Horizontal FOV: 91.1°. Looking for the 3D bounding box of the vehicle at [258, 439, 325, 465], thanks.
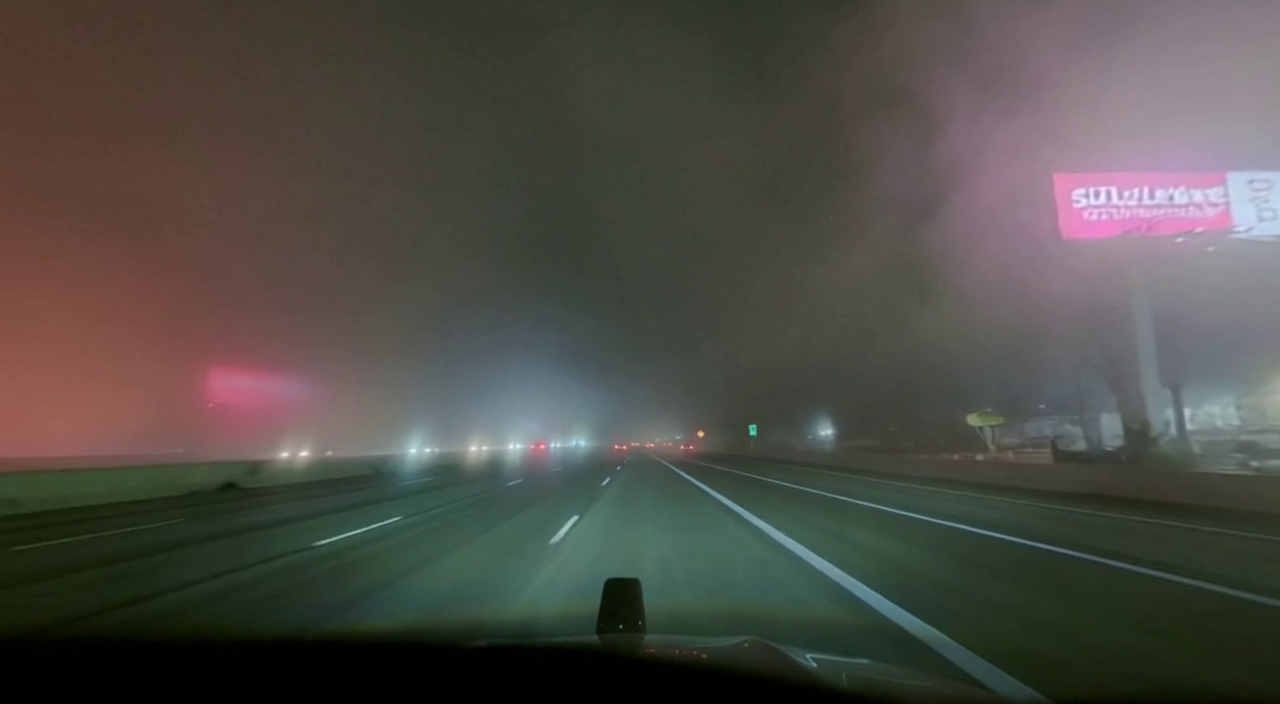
[{"bbox_3d":[-25.323,7.301,45.815,2.080,1.769,4.677,0,-9,1],"label":"vehicle"}]
